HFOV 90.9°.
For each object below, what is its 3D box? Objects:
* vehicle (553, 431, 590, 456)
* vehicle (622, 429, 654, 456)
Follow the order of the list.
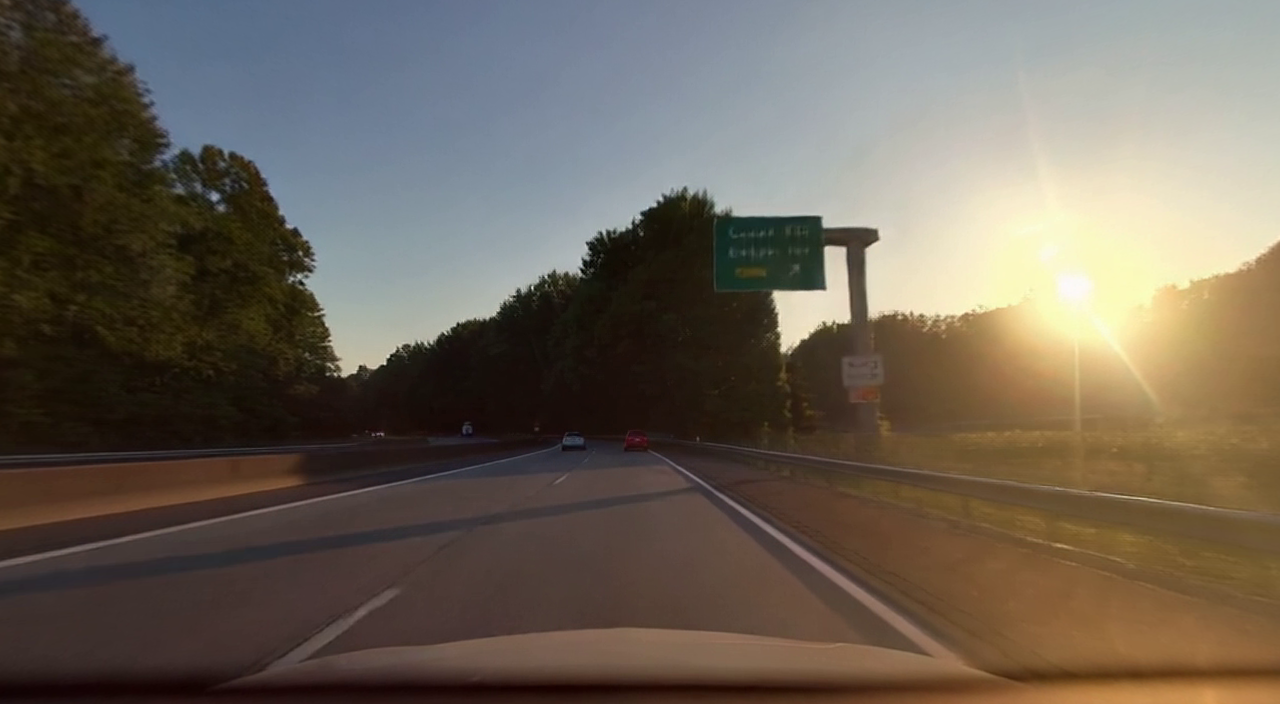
[{"bbox_3d":[-4.608,6.206,42.771,2.055,1.610,4.116,0,-8,0],"label":"vehicle"},{"bbox_3d":[-0.182,6.368,44.557,2.170,1.790,4.490,0,-8,-1],"label":"vehicle"}]
